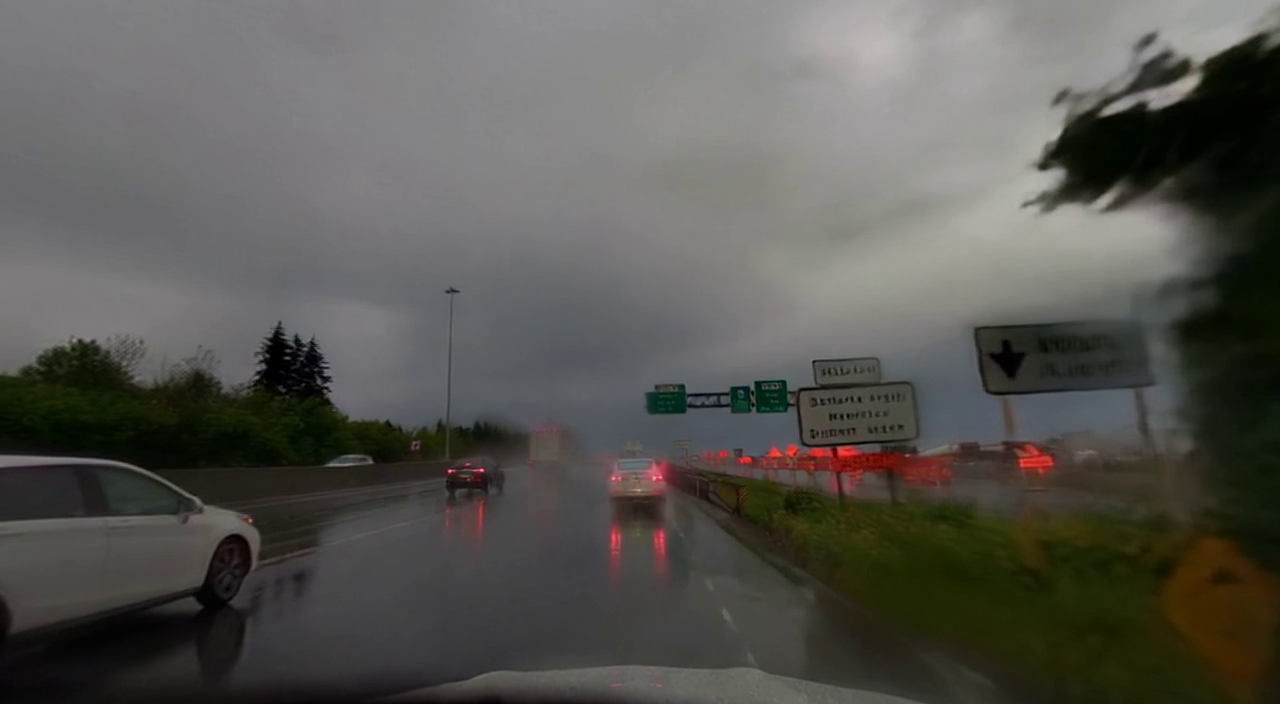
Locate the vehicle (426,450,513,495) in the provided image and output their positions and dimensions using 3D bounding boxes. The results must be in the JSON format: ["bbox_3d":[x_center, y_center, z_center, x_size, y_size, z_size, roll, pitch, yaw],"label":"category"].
[{"bbox_3d":[-6.012,4.279,22.688,2.063,1.417,4.000,0,-9,-1],"label":"vehicle"}]

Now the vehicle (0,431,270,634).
[{"bbox_3d":[-5.681,1.505,5.739,1.892,1.481,4.573,0,-9,-1],"label":"vehicle"}]

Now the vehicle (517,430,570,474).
[{"bbox_3d":[-6.149,6.516,41.043,2.326,2.645,6.249,-1,-9,2],"label":"vehicle"}]

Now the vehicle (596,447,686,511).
[{"bbox_3d":[-0.012,3.224,16.440,2.080,1.451,3.512,0,-9,-1],"label":"vehicle"}]

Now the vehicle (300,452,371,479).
[{"bbox_3d":[-19.485,7.265,40.508,2.357,1.631,4.515,0,-9,-1],"label":"vehicle"}]
